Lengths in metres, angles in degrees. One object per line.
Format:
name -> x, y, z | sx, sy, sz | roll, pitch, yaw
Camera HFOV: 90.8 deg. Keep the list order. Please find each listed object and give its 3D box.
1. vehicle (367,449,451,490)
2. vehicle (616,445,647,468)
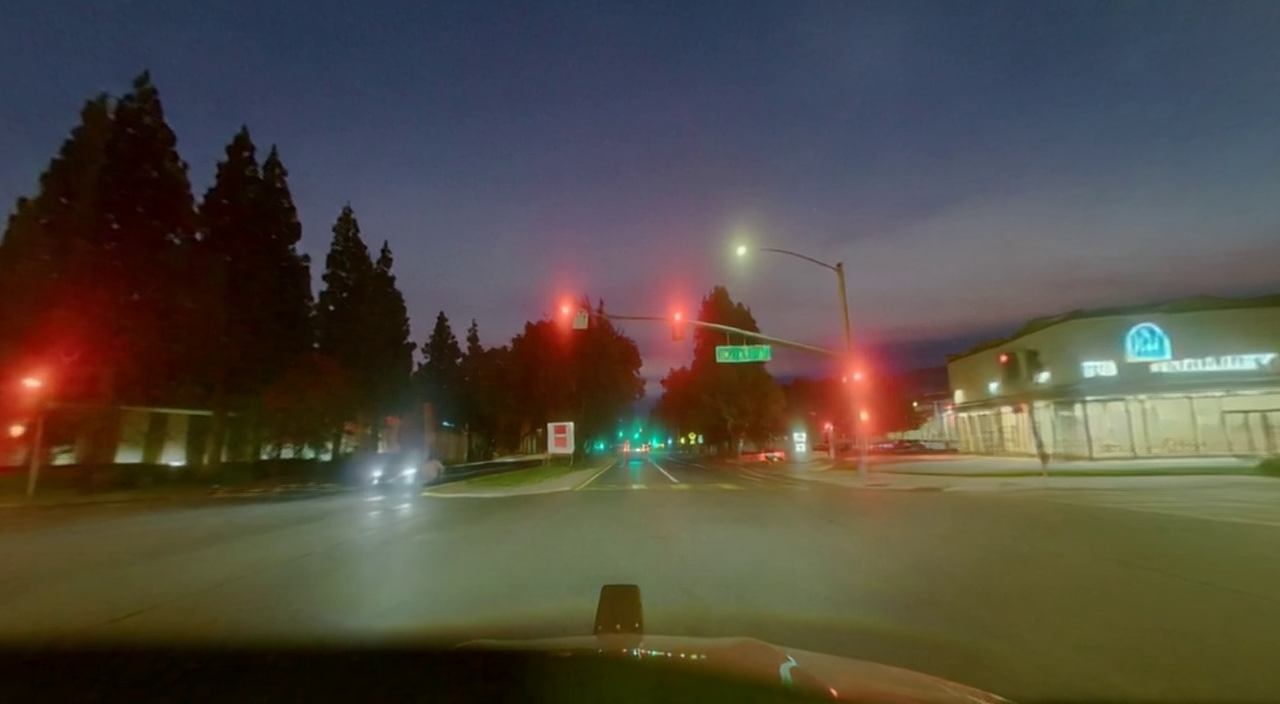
vehicle -> -9.046, 4.599, 25.132 | 1.777, 1.438, 4.190 | 0, -9, 0
vehicle -> -0.651, 7.200, 43.796 | 2.045, 1.510, 3.690 | 0, -9, -2
